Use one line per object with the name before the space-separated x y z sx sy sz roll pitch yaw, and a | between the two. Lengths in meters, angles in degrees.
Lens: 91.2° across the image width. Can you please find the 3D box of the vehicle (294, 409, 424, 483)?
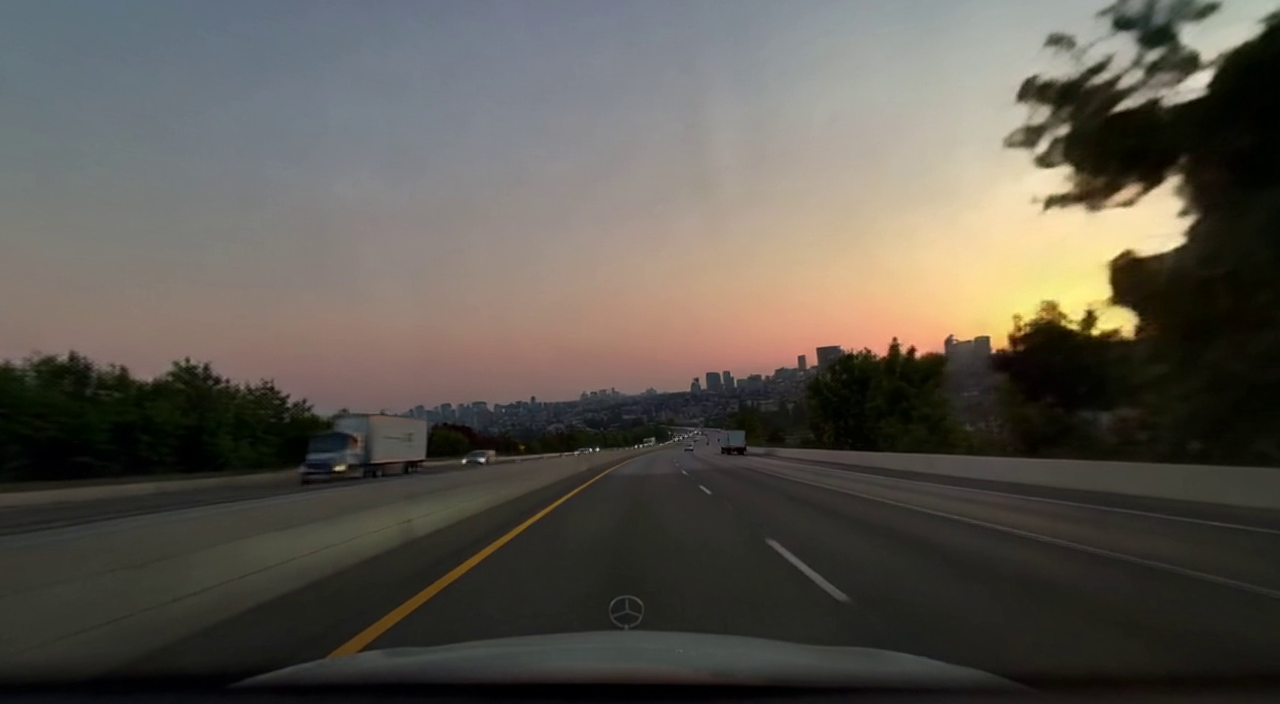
vehicle | -16.856 5.836 38.887 2.968 3.924 10.428 0 -9 2

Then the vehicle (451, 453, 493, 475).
vehicle | -12.217 8.152 45.900 1.834 1.504 3.952 0 -9 2
